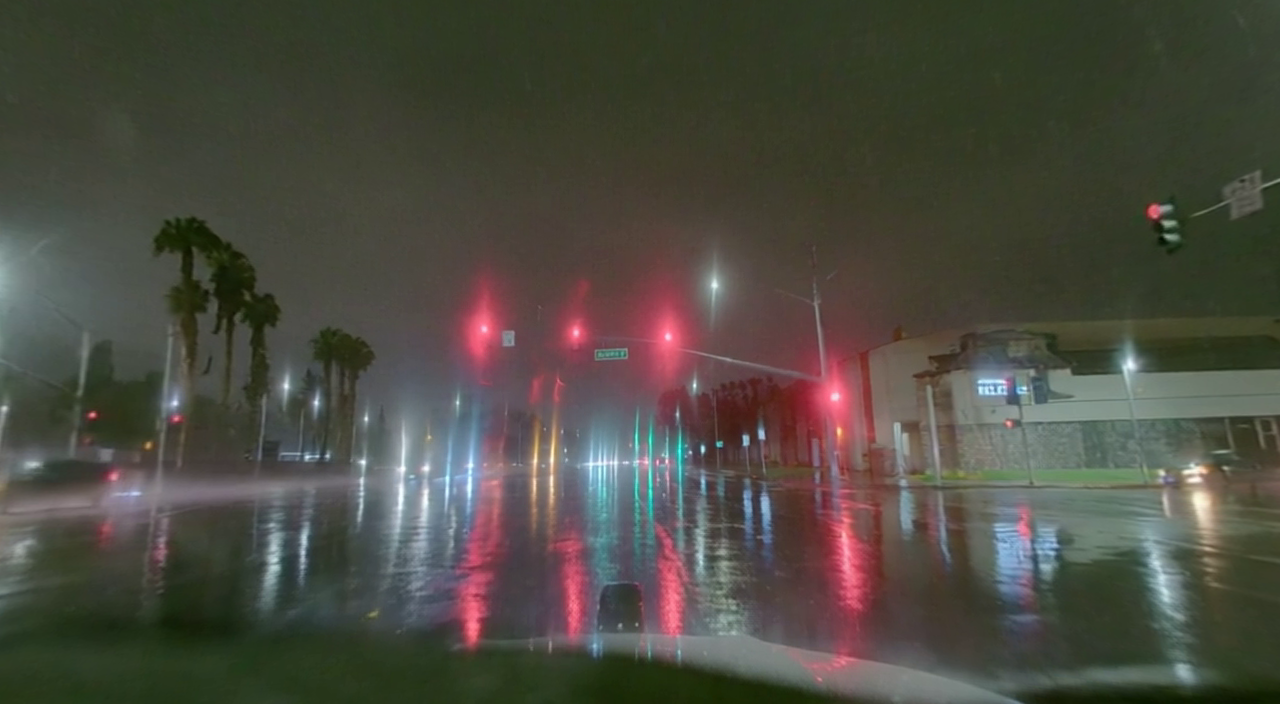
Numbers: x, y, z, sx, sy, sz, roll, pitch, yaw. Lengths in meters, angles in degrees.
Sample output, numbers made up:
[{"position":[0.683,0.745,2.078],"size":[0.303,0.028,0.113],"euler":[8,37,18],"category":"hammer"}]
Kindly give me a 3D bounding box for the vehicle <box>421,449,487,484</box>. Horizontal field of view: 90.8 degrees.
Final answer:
[{"position":[-9.647,5.960,33.224],"size":[2.074,1.681,4.417],"euler":[0,-9,0],"category":"vehicle"}]

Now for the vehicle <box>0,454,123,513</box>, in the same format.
[{"position":[-17.614,3.662,17.849],"size":[1.874,1.467,4.768],"euler":[0,-9,1],"category":"vehicle"}]

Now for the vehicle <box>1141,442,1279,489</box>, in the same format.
[{"position":[22.267,4.289,24.000],"size":[4.533,1.676,2.236],"euler":[0,-9,-1],"category":"vehicle"}]
